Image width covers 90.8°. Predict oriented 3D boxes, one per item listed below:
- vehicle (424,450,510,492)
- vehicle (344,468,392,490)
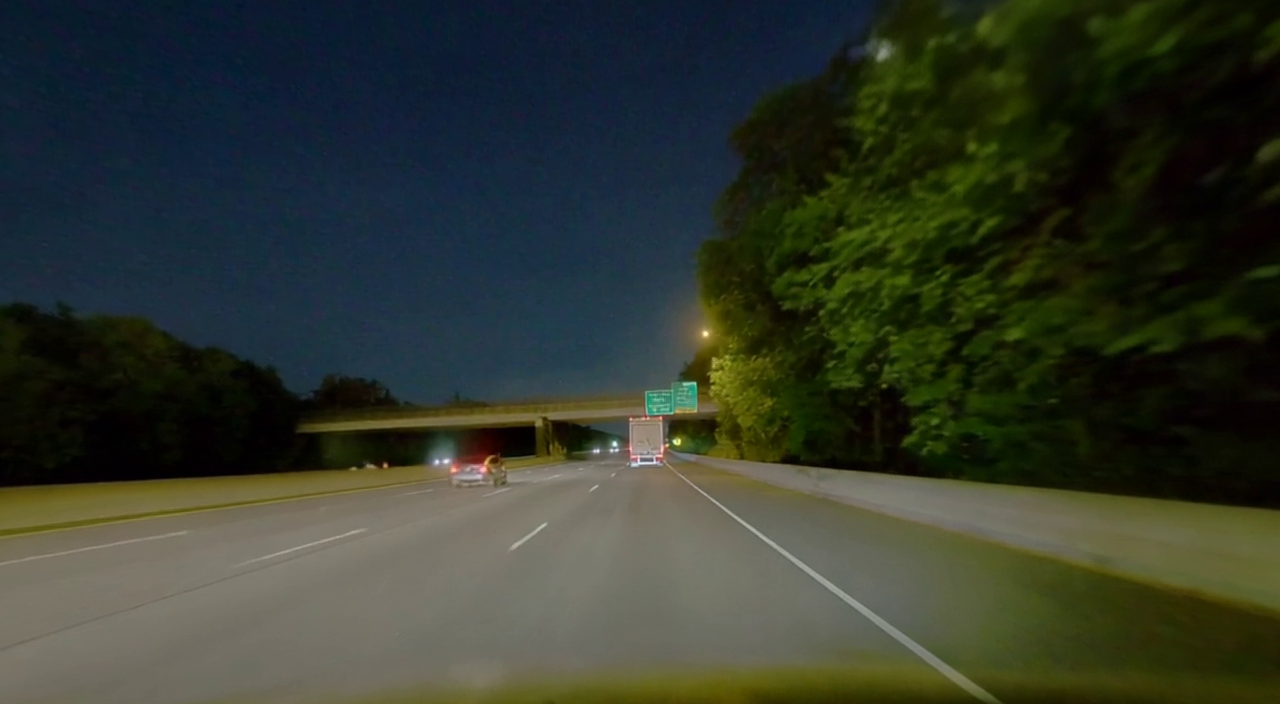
[{"bbox_3d":[-6.753,4.674,25.188,1.953,1.452,4.711,-1,-9,2],"label":"vehicle"},{"bbox_3d":[-19.533,9.099,45.473,1.642,1.362,4.039,0,-9,1],"label":"vehicle"}]
